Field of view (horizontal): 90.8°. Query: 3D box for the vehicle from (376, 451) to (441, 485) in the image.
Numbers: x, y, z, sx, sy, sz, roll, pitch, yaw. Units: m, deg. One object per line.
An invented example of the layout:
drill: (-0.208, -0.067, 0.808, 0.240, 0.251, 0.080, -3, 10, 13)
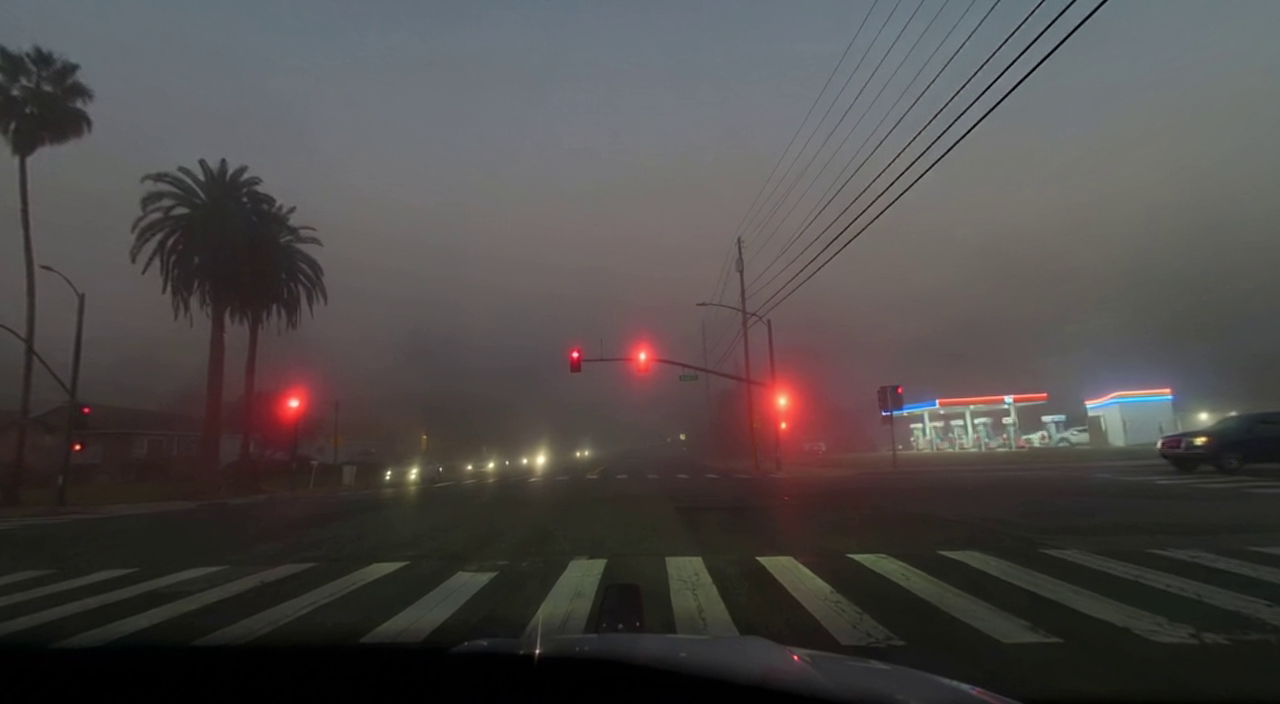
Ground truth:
vehicle: (-13.035, 6.551, 35.950, 2.009, 1.777, 4.559, 0, -9, -1)

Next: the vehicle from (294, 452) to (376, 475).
vehicle: (-20.951, 7.683, 43.510, 4.672, 1.469, 1.816, 0, -9, -2)

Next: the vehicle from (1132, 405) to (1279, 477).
vehicle: (16.783, 2.436, 17.279, 5.086, 1.817, 1.952, 0, -9, -4)
